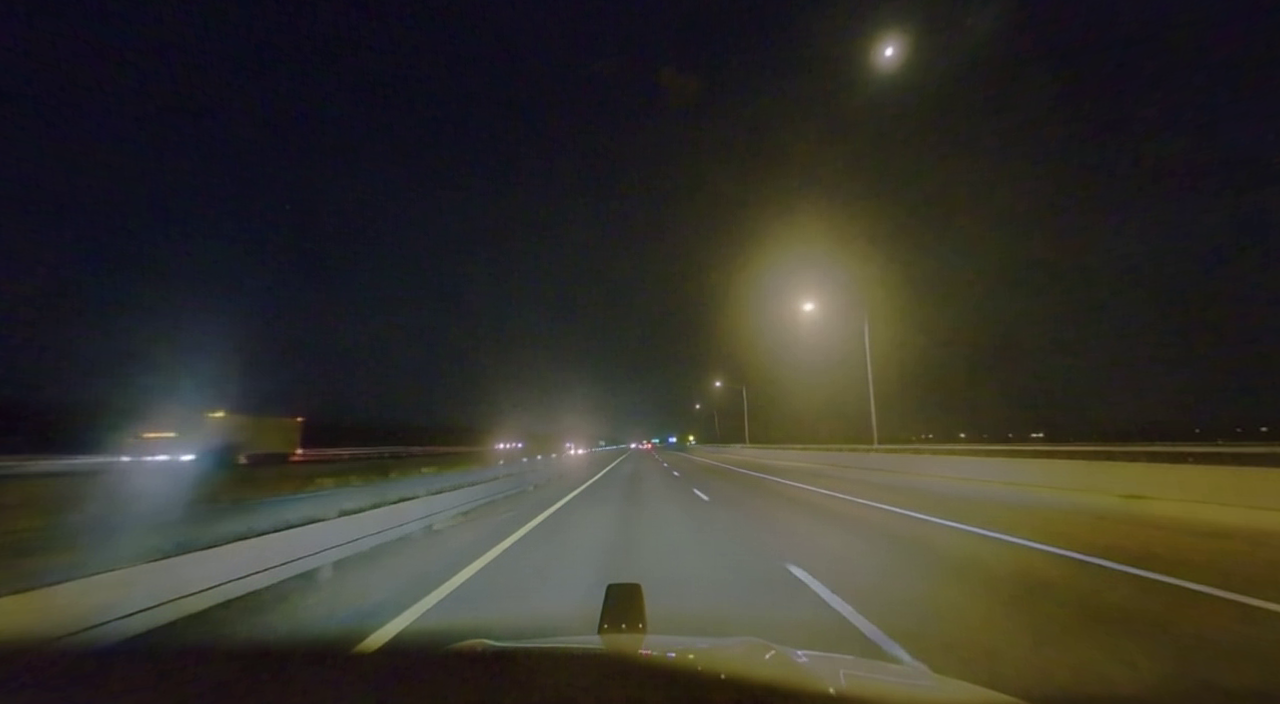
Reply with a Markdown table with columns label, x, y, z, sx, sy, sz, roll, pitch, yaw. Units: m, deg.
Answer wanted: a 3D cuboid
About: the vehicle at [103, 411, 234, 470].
| label | x | y | z | sx | sy | sz | roll | pitch | yaw |
| --- | --- | --- | --- | --- | --- | --- | --- | --- | --- |
| vehicle | -32.677 | 6.229 | 44.258 | 2.995 | 3.749 | 7.908 | 0 | -8 | 0 |
